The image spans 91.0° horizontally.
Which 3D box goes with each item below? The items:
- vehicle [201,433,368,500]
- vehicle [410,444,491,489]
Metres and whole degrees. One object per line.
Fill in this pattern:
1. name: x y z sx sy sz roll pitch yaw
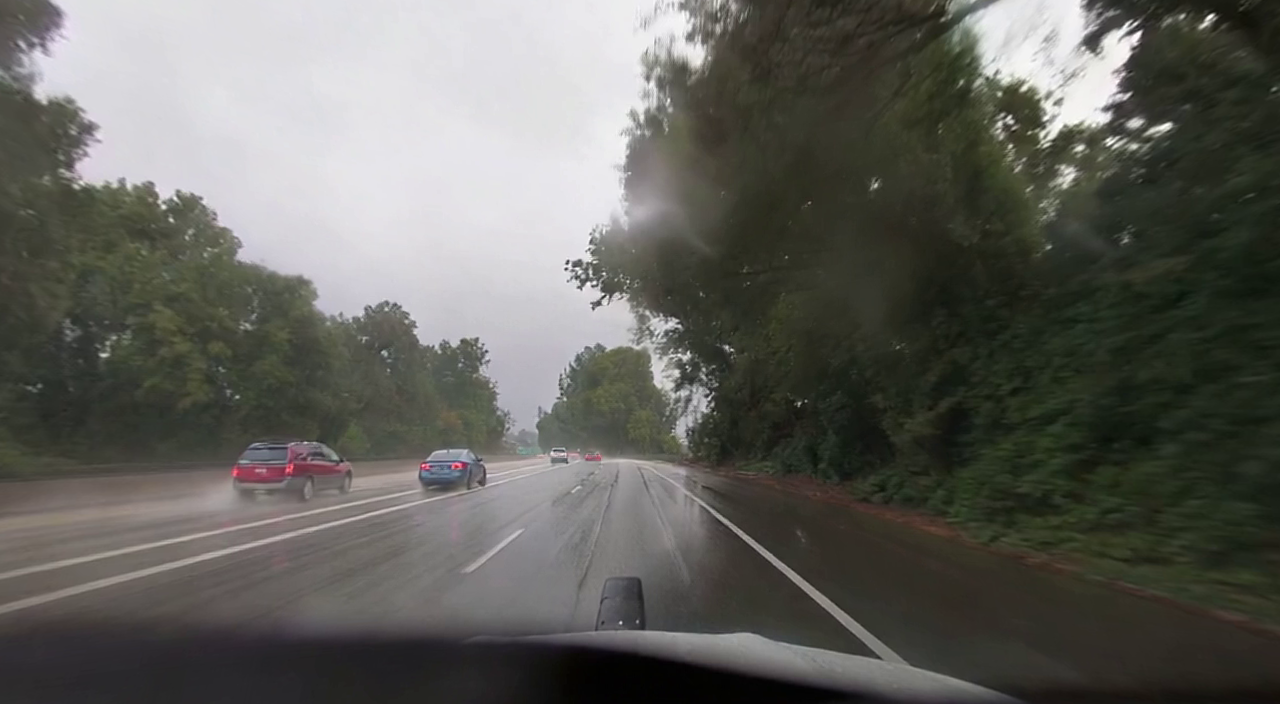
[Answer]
1. vehicle: -11.636 3.784 21.285 2.425 1.926 5.584 0 -9 0
2. vehicle: -7.624 4.627 25.775 2.060 1.680 4.255 0 -9 -1
